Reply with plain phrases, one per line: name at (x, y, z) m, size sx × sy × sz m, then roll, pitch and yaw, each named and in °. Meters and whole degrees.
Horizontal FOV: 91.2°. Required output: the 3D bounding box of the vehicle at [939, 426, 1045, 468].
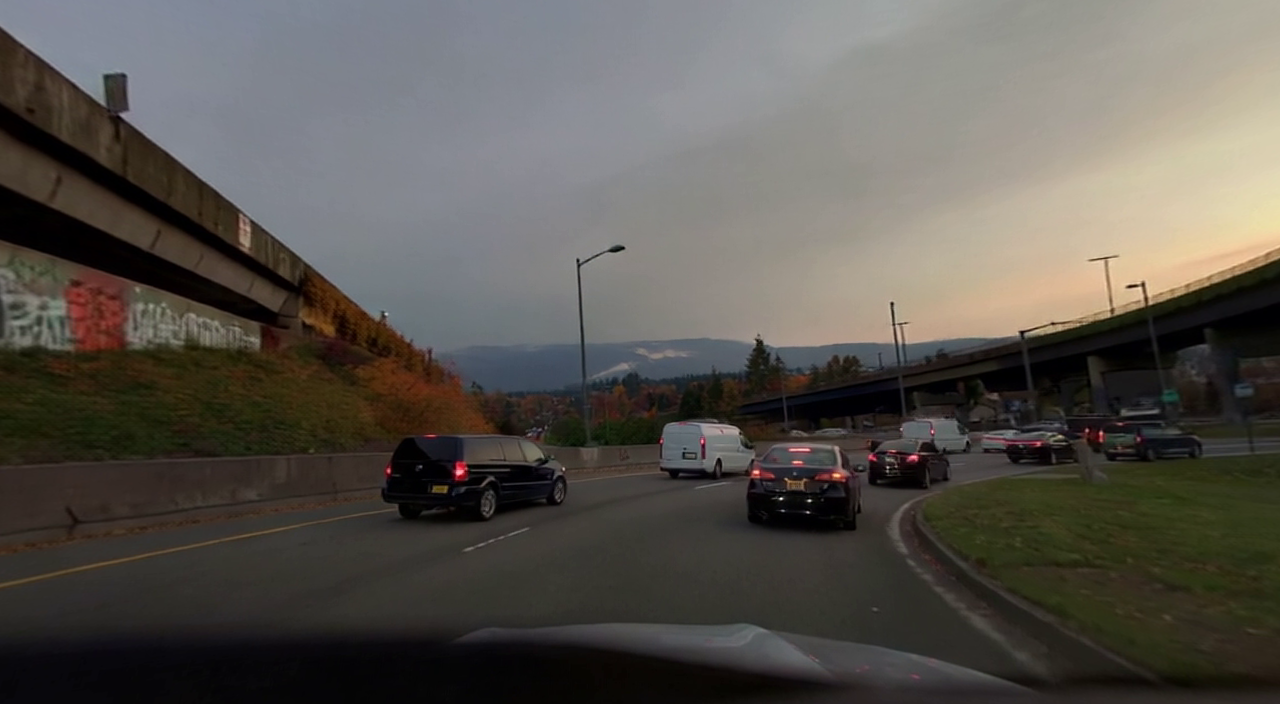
vehicle at (13.546, 3.648, 24.070) m, size 3.902 × 1.446 × 1.780 m, roll 5°, pitch -10°, yaw -32°

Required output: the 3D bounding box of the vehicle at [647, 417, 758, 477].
vehicle at (2.200, 3.210, 21.168) m, size 1.835 × 1.825 × 4.005 m, roll -7°, pitch -11°, yaw 37°

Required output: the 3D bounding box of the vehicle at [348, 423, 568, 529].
vehicle at (-3.035, 2.184, 11.528) m, size 1.921 × 1.554 × 4.081 m, roll -3°, pitch -9°, yaw 17°

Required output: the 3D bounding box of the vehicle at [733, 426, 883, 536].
vehicle at (3.065, 2.126, 10.883) m, size 2.064 × 1.515 × 3.722 m, roll -4°, pitch -10°, yaw 21°

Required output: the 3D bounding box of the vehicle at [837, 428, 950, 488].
vehicle at (7.455, 3.035, 18.198) m, size 1.830 × 1.519 × 4.253 m, roll -7°, pitch -11°, yaw 38°

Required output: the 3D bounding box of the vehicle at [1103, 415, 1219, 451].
vehicle at (22.761, 3.569, 27.434) m, size 3.934 × 1.485 × 1.763 m, roll 2°, pitch -9°, yaw -14°

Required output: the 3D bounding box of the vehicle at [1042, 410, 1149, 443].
vehicle at (23.716, 3.923, 32.704) m, size 4.309 × 1.613 × 1.909 m, roll 1°, pitch -9°, yaw -9°
